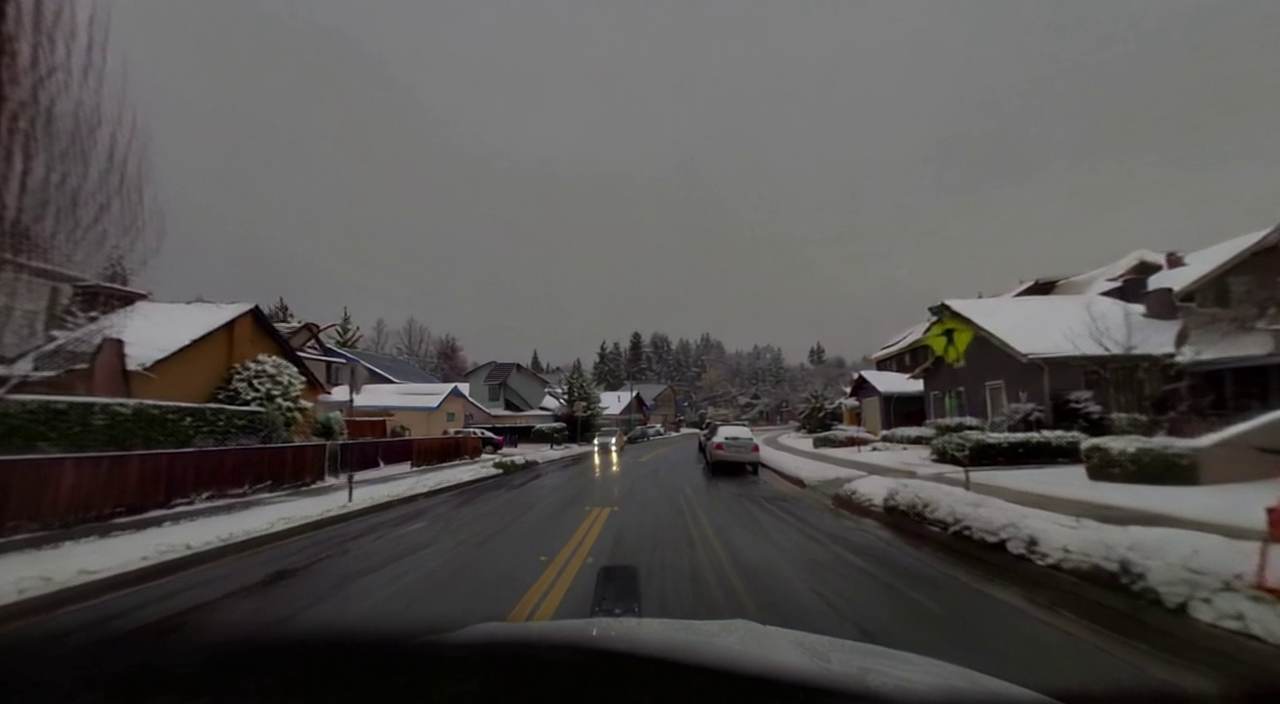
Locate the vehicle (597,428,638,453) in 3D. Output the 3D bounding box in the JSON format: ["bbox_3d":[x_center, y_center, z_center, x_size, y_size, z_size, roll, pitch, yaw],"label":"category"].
[{"bbox_3d":[-1.346,5.586,39.941,1.972,1.499,4.191,-1,-8,7],"label":"vehicle"}]

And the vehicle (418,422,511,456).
[{"bbox_3d":[-9.297,4.634,33.535,4.205,1.745,2.121,-1,-8,6],"label":"vehicle"}]

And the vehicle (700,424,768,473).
[{"bbox_3d":[3.073,3.223,21.303,1.998,1.494,3.927,-1,-8,5],"label":"vehicle"}]
